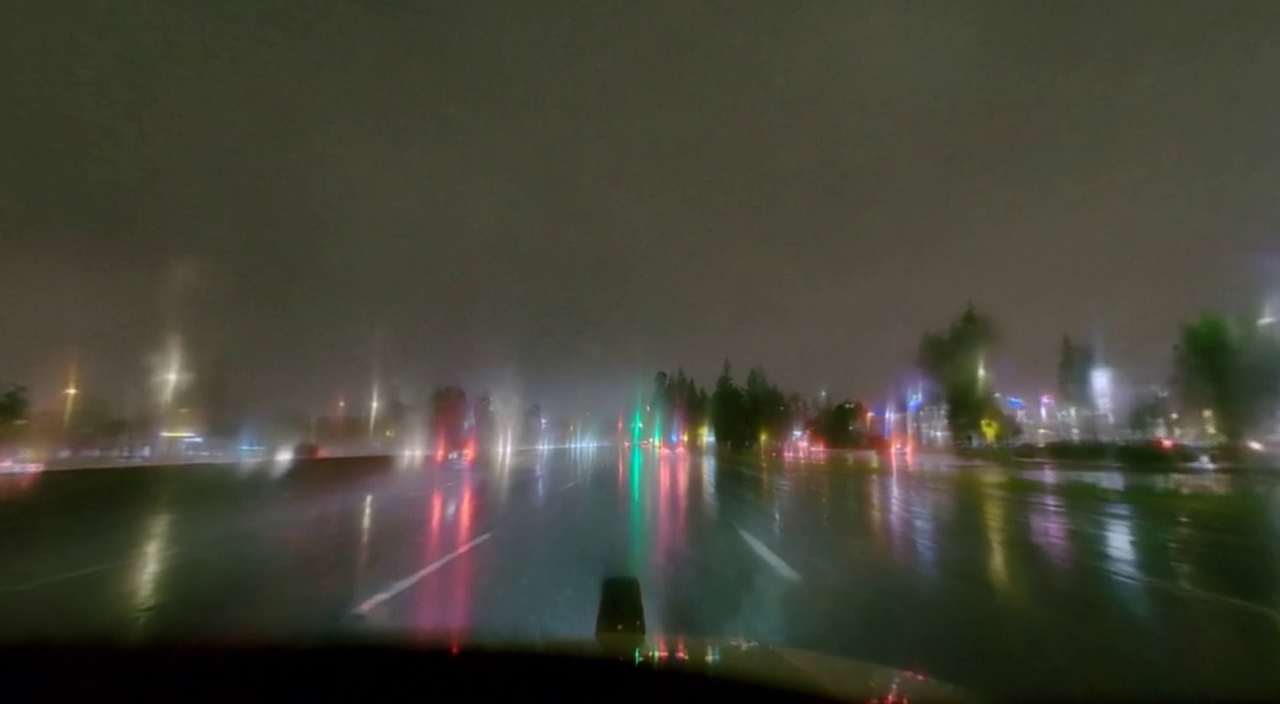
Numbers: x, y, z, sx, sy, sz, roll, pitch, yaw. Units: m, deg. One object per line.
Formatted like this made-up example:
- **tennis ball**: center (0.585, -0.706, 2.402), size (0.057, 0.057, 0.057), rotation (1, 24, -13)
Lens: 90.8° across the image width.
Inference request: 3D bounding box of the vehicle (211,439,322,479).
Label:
- **vehicle**: center (-17.858, 5.095, 30.587), size (2.080, 1.716, 5.312), rotation (0, -8, 0)

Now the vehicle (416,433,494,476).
- **vehicle**: center (-7.944, 4.435, 27.593), size (2.089, 1.724, 4.327), rotation (0, -8, 0)
